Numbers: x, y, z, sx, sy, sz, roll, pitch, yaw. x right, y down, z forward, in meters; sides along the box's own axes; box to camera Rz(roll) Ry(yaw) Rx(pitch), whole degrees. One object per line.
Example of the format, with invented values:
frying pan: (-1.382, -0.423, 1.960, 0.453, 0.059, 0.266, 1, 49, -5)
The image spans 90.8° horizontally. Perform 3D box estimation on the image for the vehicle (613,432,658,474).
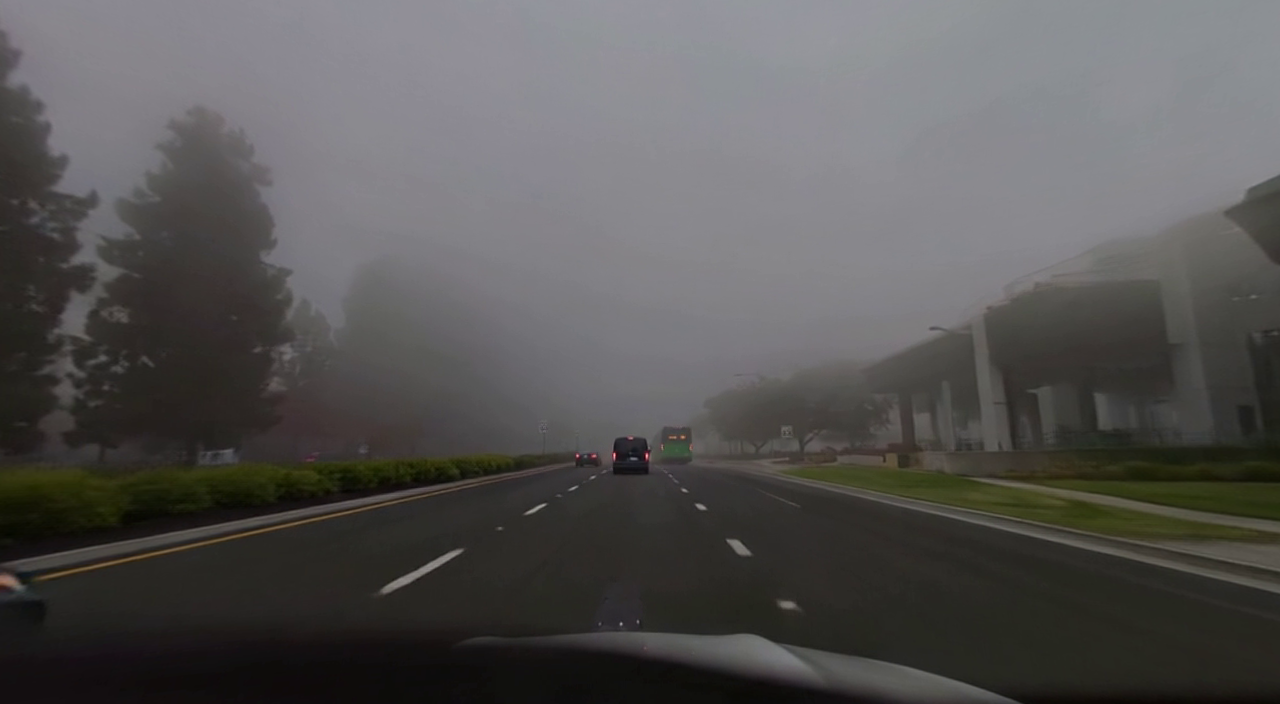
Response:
vehicle: (-0.198, 5.597, 35.067, 2.336, 2.122, 5.207, 0, -9, 1)

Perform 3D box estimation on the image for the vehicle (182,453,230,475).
vehicle: (-32.431, 8.335, 47.138, 2.113, 1.537, 4.545, 8, -12, -42)
